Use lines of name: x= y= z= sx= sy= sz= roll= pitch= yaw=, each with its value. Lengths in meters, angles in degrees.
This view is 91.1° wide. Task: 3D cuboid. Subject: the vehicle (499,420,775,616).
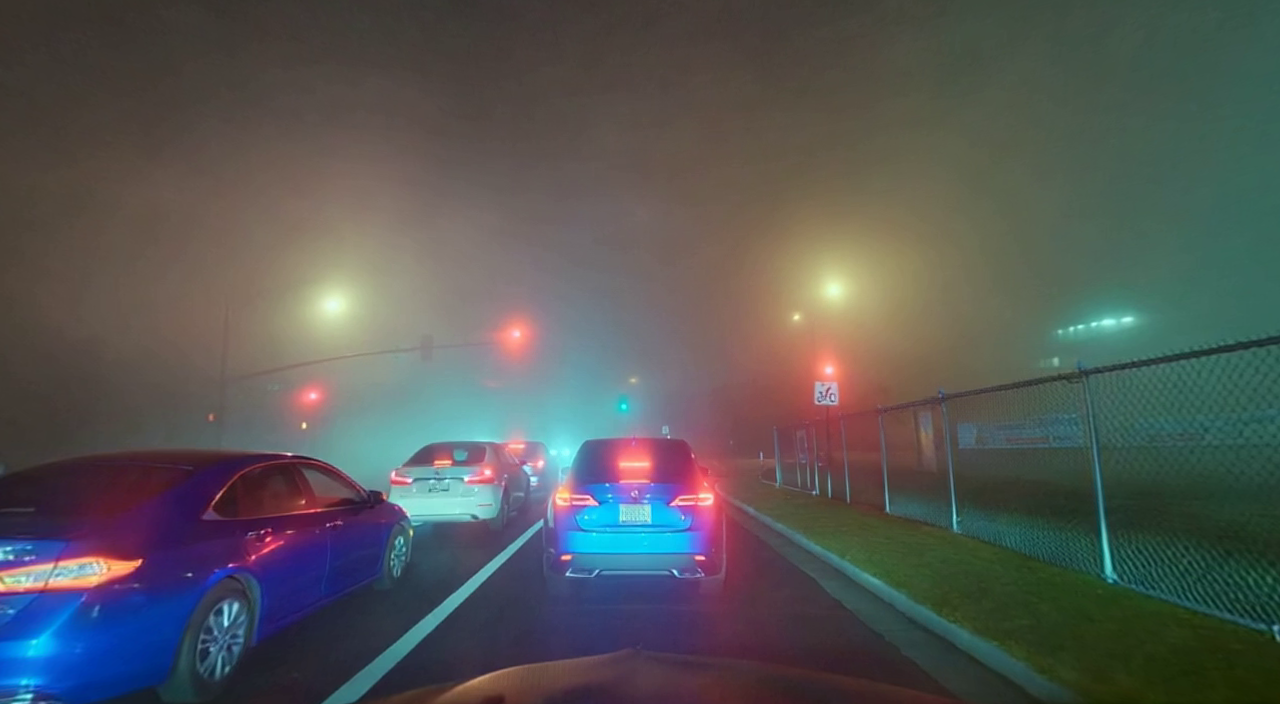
vehicle: x=-0.015 y=1.601 z=6.993 sx=2.144 sy=1.514 sz=4.063 roll=0 pitch=-9 yaw=0

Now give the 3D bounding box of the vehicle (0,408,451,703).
vehicle: x=-3.211 y=1.316 z=4.857 sx=1.971 sy=1.488 sz=4.581 roll=0 pitch=-9 yaw=1
